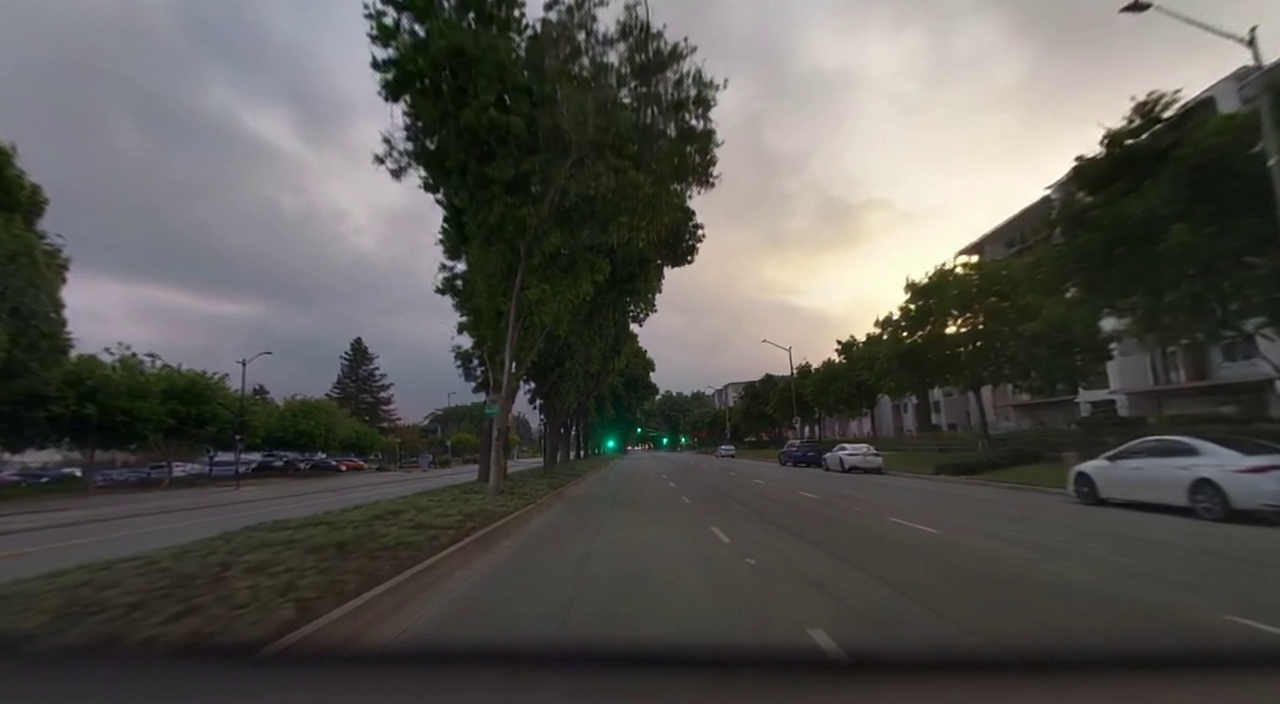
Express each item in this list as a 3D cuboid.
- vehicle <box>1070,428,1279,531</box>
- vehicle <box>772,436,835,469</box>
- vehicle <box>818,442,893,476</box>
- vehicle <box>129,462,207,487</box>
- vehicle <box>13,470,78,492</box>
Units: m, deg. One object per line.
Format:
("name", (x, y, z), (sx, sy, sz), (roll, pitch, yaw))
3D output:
("vehicle", (10.158, 2.091, 10.756), (2.011, 1.466, 4.989), (0, -9, -3))
("vehicle", (9.763, 6.054, 38.204), (2.272, 1.843, 4.913), (0, -9, -3))
("vehicle", (10.029, 4.990, 29.755), (1.964, 1.477, 4.459), (0, -9, 0))
("vehicle", (-32.762, 8.479, 43.884), (3.802, 1.590, 1.968), (0, -9, 2))
("vehicle", (-46.908, 10.181, 49.926), (3.617, 1.424, 1.636), (5, -13, -42))
